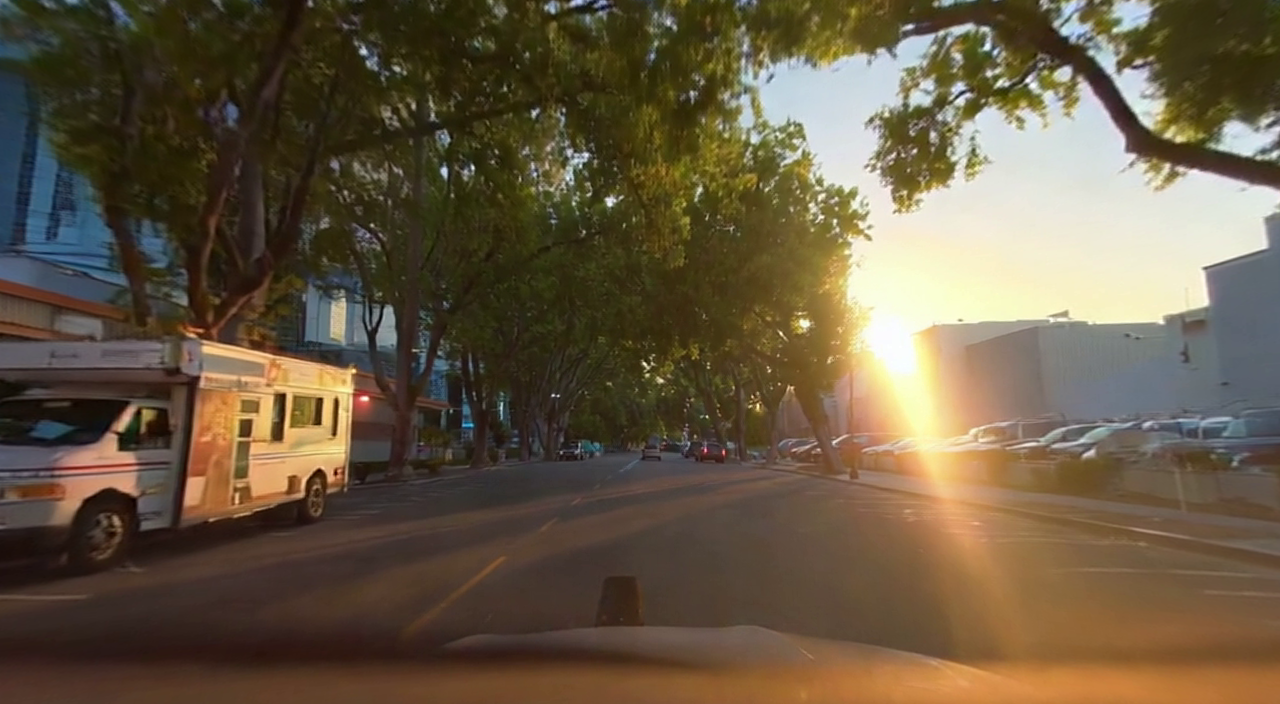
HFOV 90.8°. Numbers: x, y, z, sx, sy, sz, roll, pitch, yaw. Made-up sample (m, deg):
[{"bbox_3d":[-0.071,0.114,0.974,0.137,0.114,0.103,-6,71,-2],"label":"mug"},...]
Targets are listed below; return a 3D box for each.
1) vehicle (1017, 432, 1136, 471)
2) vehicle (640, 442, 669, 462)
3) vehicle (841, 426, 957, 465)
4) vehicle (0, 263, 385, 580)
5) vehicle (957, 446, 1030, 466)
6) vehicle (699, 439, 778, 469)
[{"bbox_3d":[26.672,6.095,38.741,5.596,2.168,2.307,1,-8,-2],"label":"vehicle"},{"bbox_3d":[1.083,7.688,48.543,2.046,1.445,4.001,0,-8,-1],"label":"vehicle"},{"bbox_3d":[14.573,5.299,35.836,5.540,2.045,2.259,-1,-8,0],"label":"vehicle"},{"bbox_3d":[-6.966,1.188,9.952,2.968,3.222,7.036,-1,-9,0],"label":"vehicle"},{"bbox_3d":[27.486,8.104,49.166,4.558,1.452,1.790,0,-8,0],"label":"vehicle"},{"bbox_3d":[6.079,6.253,38.962,4.626,1.723,1.939,5,-10,-31],"label":"vehicle"}]
